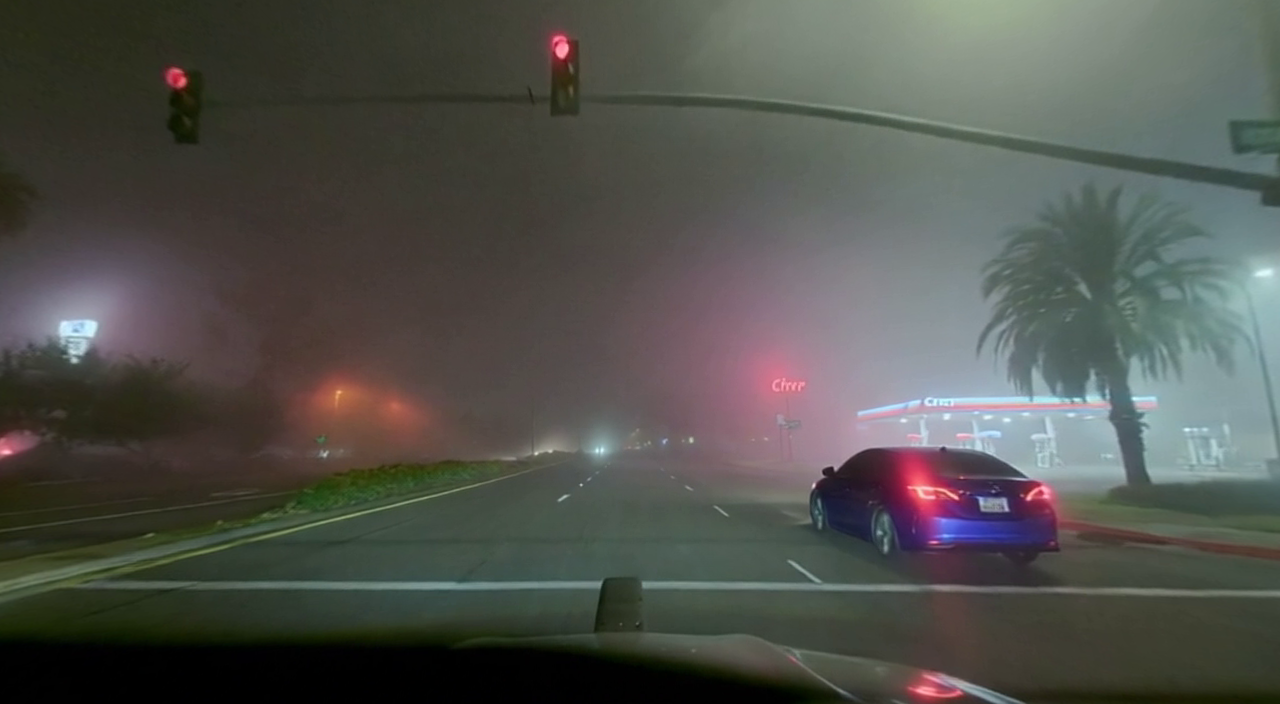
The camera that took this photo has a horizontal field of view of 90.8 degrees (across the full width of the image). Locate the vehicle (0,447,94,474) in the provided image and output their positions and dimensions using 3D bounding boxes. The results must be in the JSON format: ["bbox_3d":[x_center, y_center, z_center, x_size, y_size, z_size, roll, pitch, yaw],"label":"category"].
[{"bbox_3d":[-40.405,7.371,43.120,1.968,1.667,4.912,-2,-9,-1],"label":"vehicle"}]

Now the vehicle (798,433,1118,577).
[{"bbox_3d":[3.810,1.876,8.653,1.978,1.442,4.262,0,-8,-3],"label":"vehicle"}]
